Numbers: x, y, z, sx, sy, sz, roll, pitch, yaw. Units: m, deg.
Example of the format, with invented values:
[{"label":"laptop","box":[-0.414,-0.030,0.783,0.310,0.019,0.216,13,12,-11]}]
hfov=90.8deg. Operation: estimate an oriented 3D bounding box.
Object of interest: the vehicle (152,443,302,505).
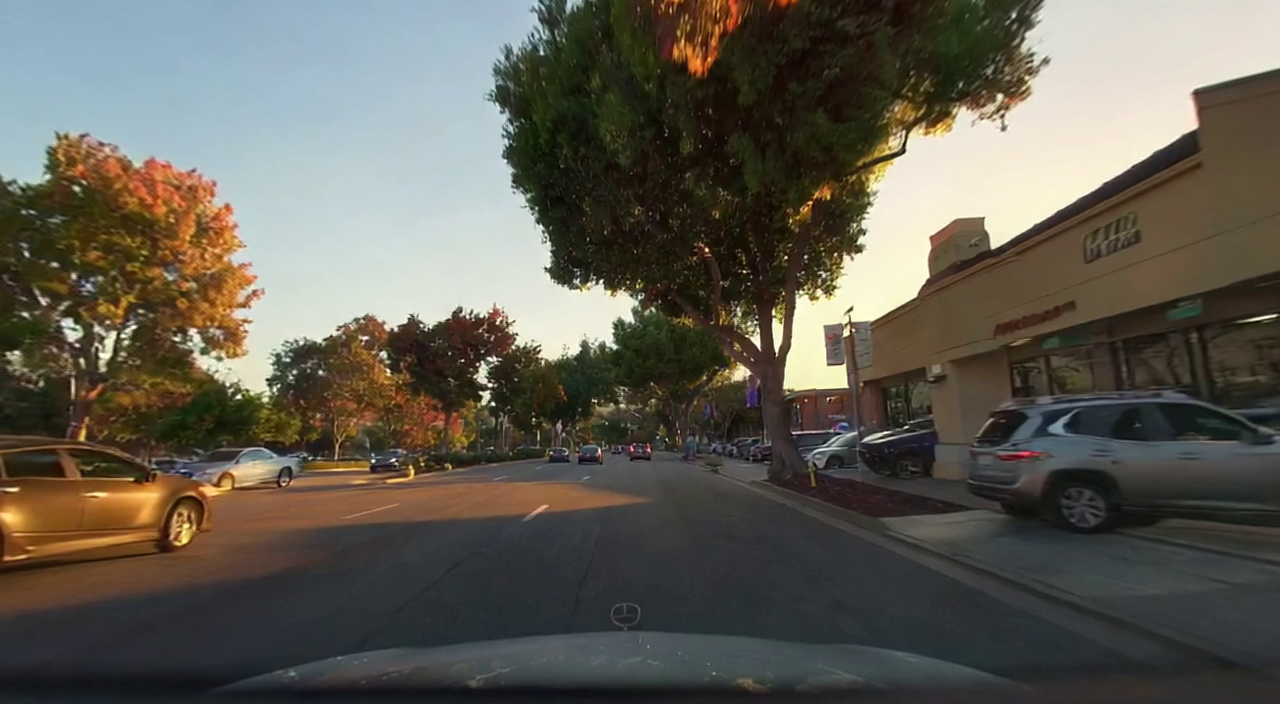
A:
[{"label":"vehicle","box":[-11.765,3.450,18.406,1.879,1.547,4.354,1,-9,-8]}]

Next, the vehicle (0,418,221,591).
[{"label":"vehicle","box":[-7.198,1.586,6.865,2.038,1.649,4.665,0,-8,0]}]

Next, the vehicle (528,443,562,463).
[{"label":"vehicle","box":[-7.245,7.745,48.539,2.011,1.483,4.596,0,-8,-1]}]

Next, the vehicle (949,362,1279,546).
[{"label":"vehicle","box":[7.156,1.344,8.527,4.770,2.124,2.207,-1,-9,5]}]

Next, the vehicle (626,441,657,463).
[{"label":"vehicle","box":[0.039,6.992,44.152,2.061,1.469,3.954,0,-8,-1]}]
